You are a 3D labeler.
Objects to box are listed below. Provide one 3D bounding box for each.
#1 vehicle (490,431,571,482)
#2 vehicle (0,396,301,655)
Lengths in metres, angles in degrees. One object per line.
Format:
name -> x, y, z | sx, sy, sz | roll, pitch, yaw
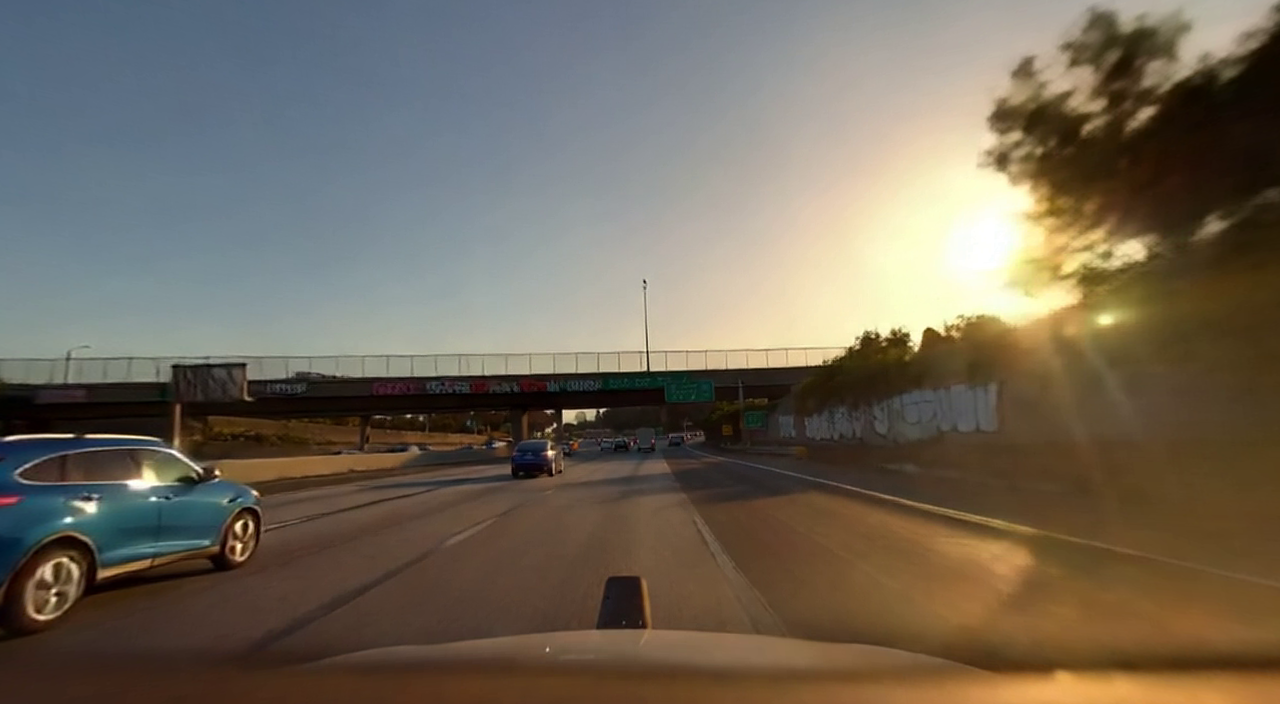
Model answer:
vehicle -> -3.940, 3.867, 23.455 | 2.154, 1.693, 4.394 | 0, -8, 1
vehicle -> -5.095, 1.338, 5.571 | 1.969, 1.633, 3.962 | 0, -8, -1
